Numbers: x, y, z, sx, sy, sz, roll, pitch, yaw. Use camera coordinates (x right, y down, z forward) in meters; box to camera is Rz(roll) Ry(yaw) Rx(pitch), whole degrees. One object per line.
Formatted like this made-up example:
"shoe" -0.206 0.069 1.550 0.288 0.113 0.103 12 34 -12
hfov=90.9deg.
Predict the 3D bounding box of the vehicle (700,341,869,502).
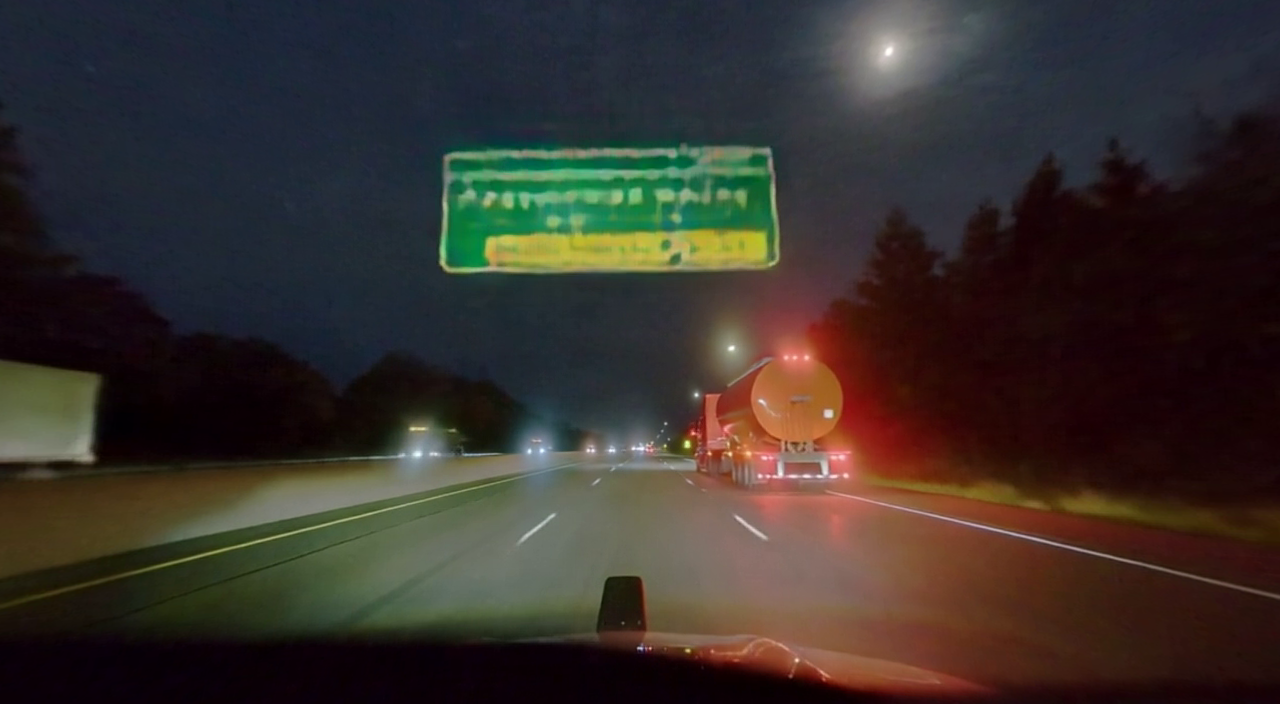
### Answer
"vehicle" 4.317 2.793 22.944 2.784 4.080 13.516 -2 -9 -1
